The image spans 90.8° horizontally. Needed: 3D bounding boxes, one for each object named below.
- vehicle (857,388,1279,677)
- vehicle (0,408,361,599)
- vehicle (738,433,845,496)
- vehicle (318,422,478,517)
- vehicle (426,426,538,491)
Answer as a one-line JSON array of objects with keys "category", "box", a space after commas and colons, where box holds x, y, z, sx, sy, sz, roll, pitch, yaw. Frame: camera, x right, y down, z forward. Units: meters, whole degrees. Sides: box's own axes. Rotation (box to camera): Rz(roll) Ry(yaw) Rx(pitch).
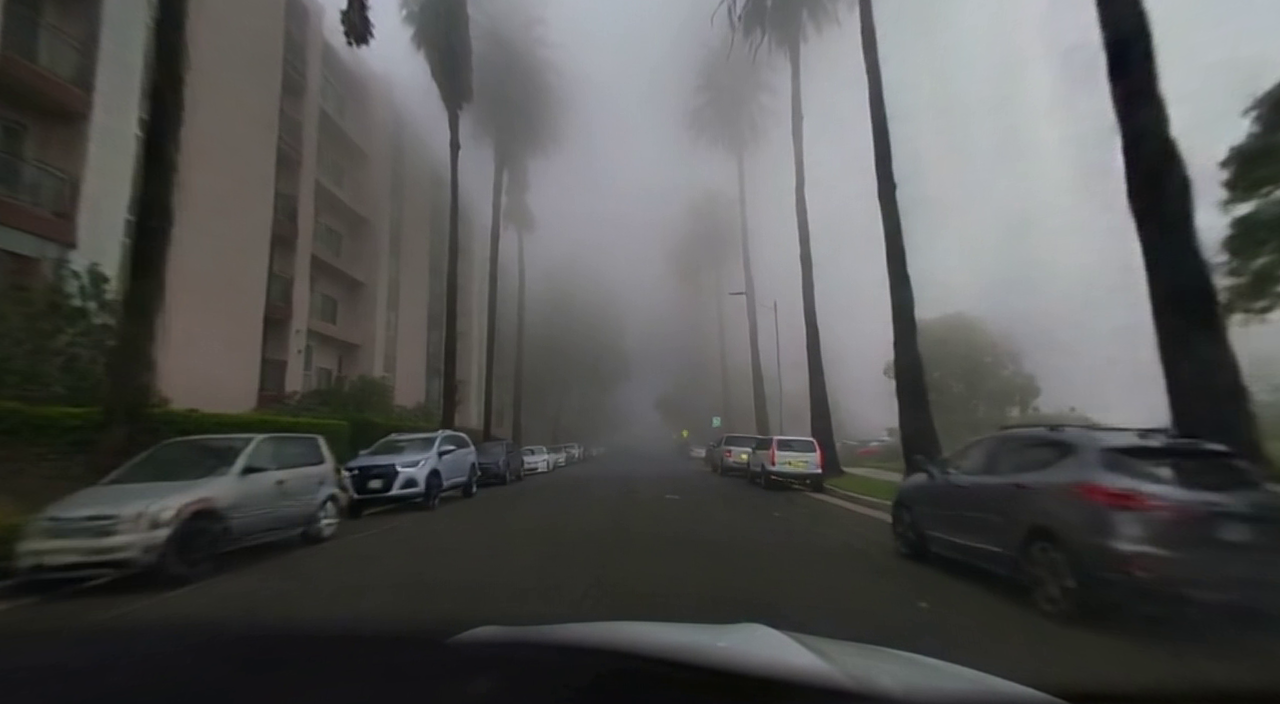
[{"category": "vehicle", "box": [4.242, 1.490, 6.508, 2.201, 1.787, 5.007, 0, -8, 0]}, {"category": "vehicle", "box": [-5.685, 1.792, 8.425, 1.947, 1.806, 4.413, 1, -8, -1]}, {"category": "vehicle", "box": [4.595, 3.510, 20.062, 2.220, 1.738, 4.800, 0, -8, 1]}, {"category": "vehicle", "box": [-5.507, 2.706, 15.166, 2.087, 1.896, 4.554, 0, -8, -1]}, {"category": "vehicle", "box": [-5.393, 3.770, 22.679, 2.227, 1.967, 6.220, 0, -9, 2]}]
